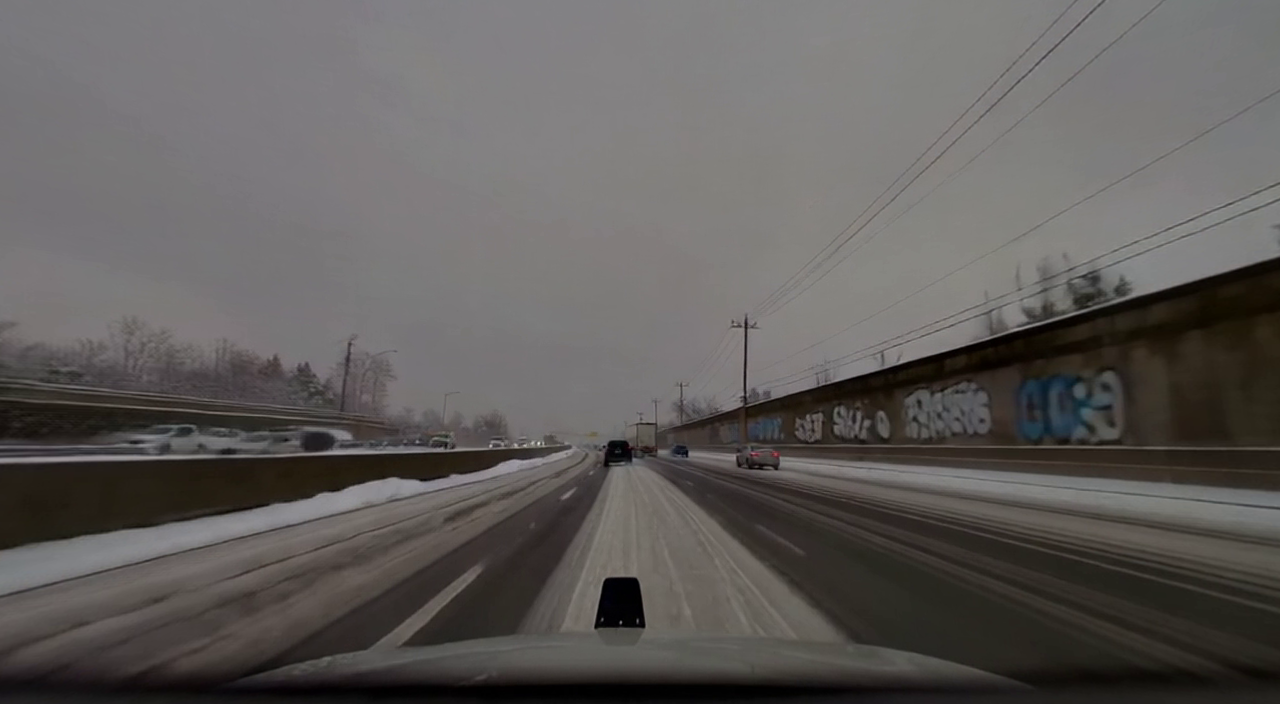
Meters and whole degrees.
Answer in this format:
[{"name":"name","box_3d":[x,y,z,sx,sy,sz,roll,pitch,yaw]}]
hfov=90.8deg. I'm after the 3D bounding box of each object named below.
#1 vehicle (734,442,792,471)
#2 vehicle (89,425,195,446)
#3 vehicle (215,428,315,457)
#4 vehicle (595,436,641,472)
[{"name":"vehicle","box_3d":[6.642,5.684,34.559,2.018,1.451,4.762,0,-9,-3]},{"name":"vehicle","box_3d":[-30.761,5.245,39.236,4.754,1.232,2.178,4,-10,-26]},{"name":"vehicle","box_3d":[-17.641,4.332,30.029,1.950,1.247,4.667,0,-9,-1]},{"name":"vehicle","box_3d":[-1.078,5.140,31.901,2.191,1.685,3.353,0,-9,-2]}]
